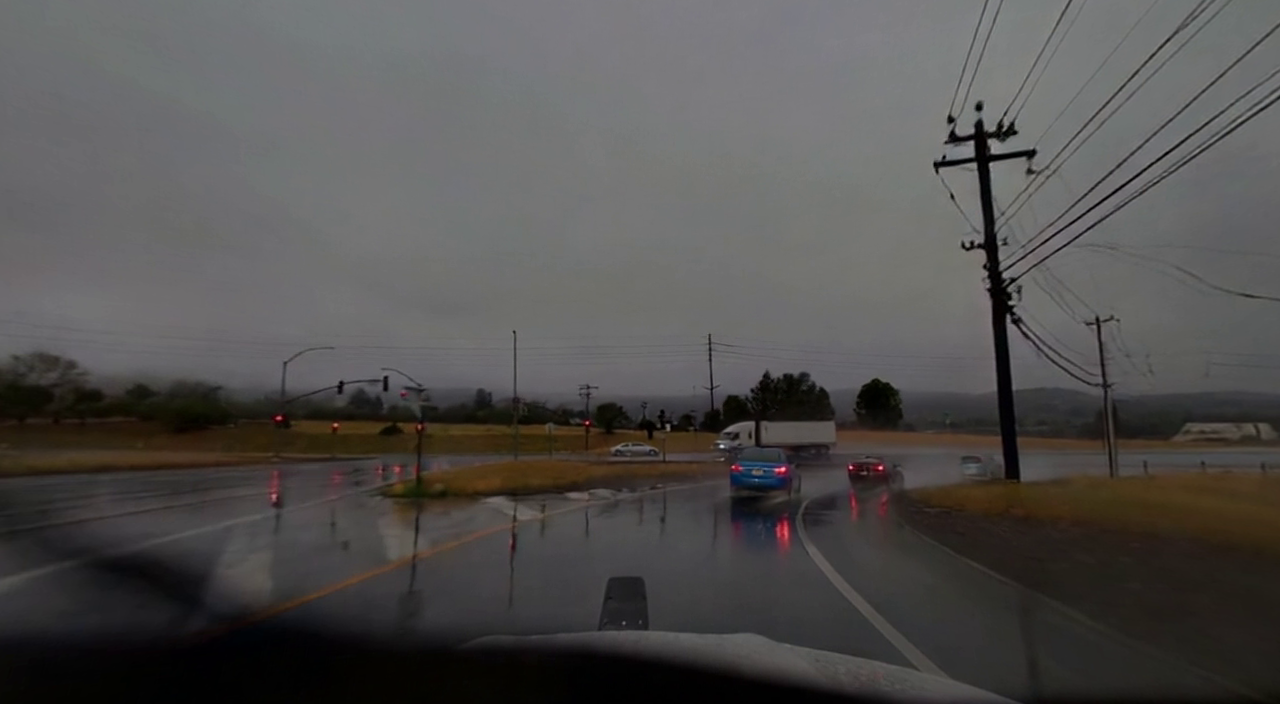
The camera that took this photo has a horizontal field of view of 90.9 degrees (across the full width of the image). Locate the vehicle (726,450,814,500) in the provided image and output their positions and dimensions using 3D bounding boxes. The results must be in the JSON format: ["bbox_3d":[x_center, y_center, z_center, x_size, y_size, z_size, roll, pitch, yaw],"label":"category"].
[{"bbox_3d":[4.342,3.925,20.556,2.026,1.407,4.374,-4,-9,21],"label":"vehicle"}]

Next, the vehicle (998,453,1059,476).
[{"bbox_3d":[28.785,8.312,46.683,4.102,1.552,1.931,4,-10,-29],"label":"vehicle"}]

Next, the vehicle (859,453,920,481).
[{"bbox_3d":[14.313,6.520,36.072,1.836,1.465,4.307,-8,-12,41],"label":"vehicle"}]
